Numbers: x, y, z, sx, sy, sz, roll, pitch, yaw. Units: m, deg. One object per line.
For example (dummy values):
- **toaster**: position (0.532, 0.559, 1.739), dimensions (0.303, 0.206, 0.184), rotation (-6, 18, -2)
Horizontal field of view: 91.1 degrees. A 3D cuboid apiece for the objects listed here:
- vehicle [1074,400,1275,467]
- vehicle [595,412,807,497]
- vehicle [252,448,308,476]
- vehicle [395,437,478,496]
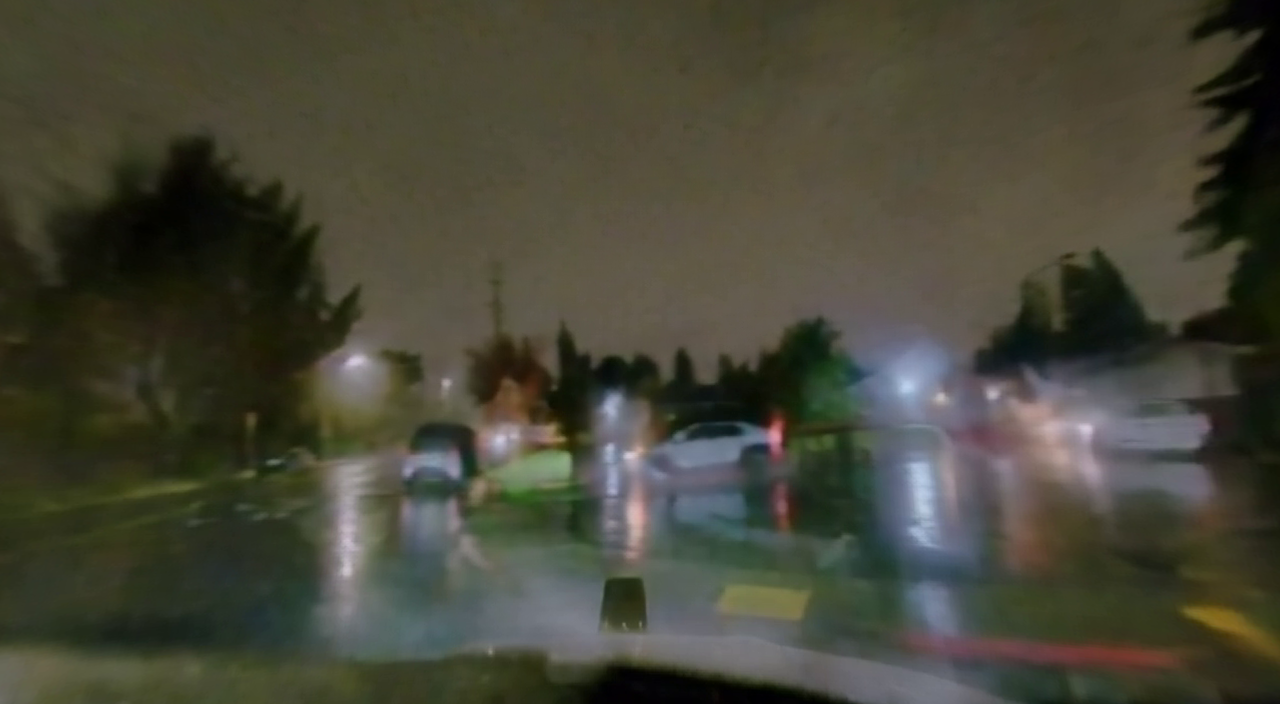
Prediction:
- **vehicle**: position (13.697, 2.062, 16.166), dimensions (3.896, 1.447, 1.919), rotation (-1, -6, -14)
- **vehicle**: position (1.380, 2.405, 15.116), dimensions (4.595, 1.620, 1.984), rotation (-1, -8, -13)
- **vehicle**: position (-22.115, 6.727, 38.751), dimensions (2.033, 1.456, 4.370), rotation (-2, -7, -17)
- **vehicle**: position (-6.488, 3.604, 20.338), dimensions (2.242, 1.661, 4.273), rotation (2, -8, -16)
